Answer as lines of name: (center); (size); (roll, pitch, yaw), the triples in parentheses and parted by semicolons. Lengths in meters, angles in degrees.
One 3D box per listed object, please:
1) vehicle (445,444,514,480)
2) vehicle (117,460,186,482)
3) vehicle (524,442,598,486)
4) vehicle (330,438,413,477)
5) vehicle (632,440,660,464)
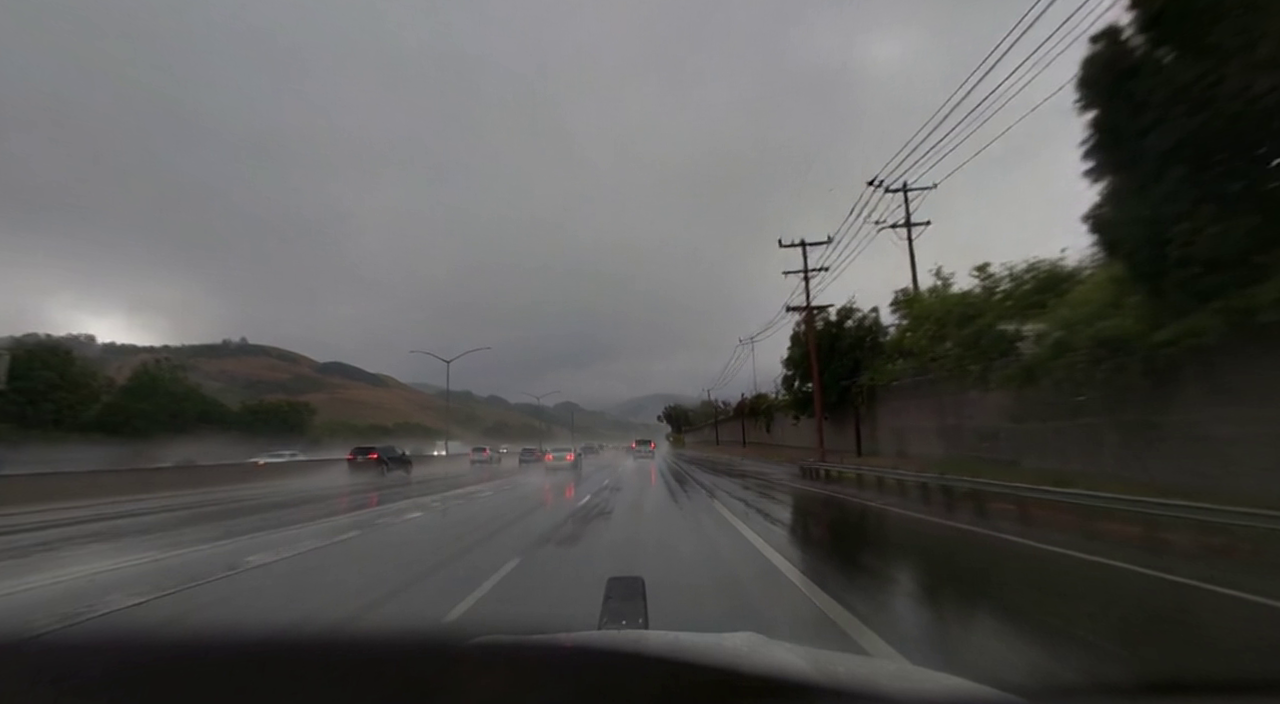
vehicle: (-7.125, 4.903, 28.386); (1.899, 1.472, 4.202); (0, -9, 1)
vehicle: (-35.493, 8.627, 45.935); (1.788, 1.410, 4.013); (-1, -9, 1)
vehicle: (-2.787, 4.093, 23.283); (2.064, 1.446, 4.409); (0, -9, 2)
vehicle: (-14.240, 5.618, 33.850); (2.172, 1.946, 5.017); (0, -9, 1)
vehicle: (0.409, 7.779, 49.171); (2.001, 1.732, 4.823); (0, -9, -1)
